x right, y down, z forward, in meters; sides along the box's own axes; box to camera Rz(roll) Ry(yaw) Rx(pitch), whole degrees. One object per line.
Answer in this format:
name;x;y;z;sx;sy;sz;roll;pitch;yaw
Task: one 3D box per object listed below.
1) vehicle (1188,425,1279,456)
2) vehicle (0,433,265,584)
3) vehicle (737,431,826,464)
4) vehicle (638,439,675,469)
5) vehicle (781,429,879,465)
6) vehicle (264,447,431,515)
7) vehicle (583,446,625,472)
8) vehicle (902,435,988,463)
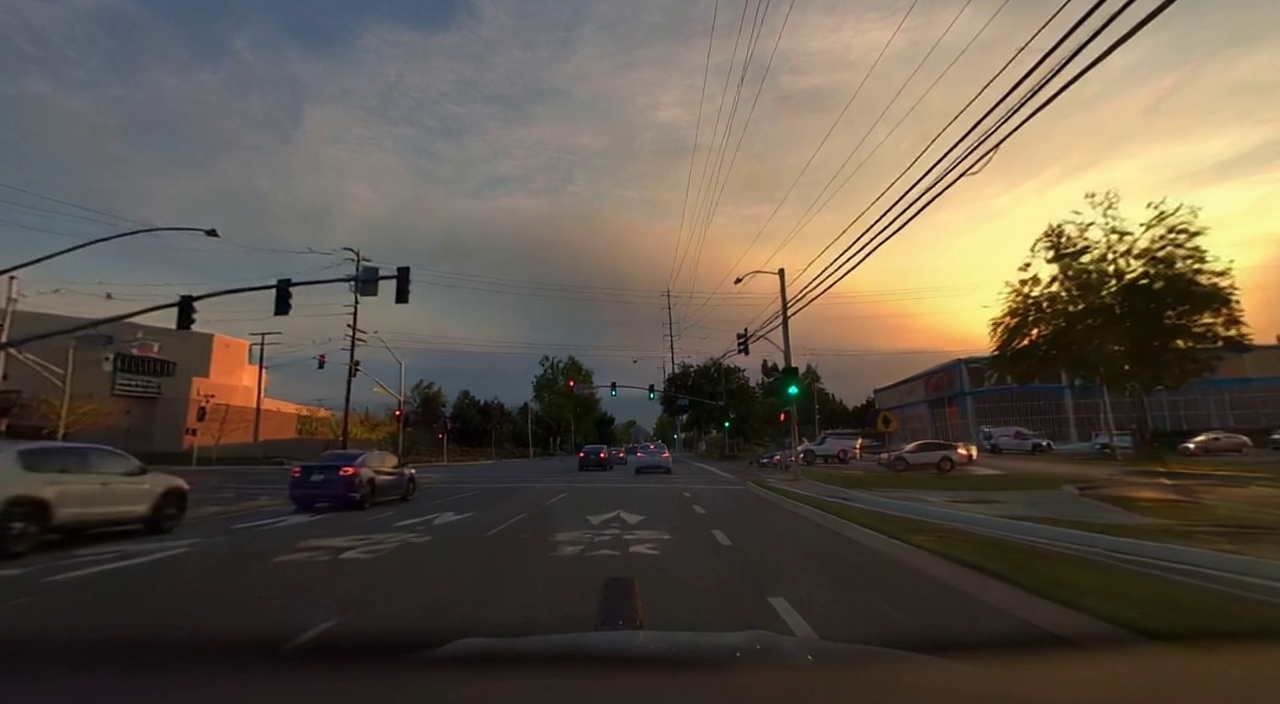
vehicle;38.639;5.678;40.340;4.988;1.916;2.172;-1;-9;3
vehicle;-7.606;1.977;8.874;1.912;1.573;4.299;0;-8;2
vehicle;10.250;7.004;46.362;5.904;2.269;2.948;-1;-8;3
vehicle;1.139;6.729;41.892;2.276;1.850;3.897;-1;-8;4
vehicle;12.539;6.315;42.075;5.748;2.332;2.361;0;-9;3
vehicle;-7.176;3.170;16.145;1.904;1.449;4.580;0;-8;3
vehicle;-2.148;6.490;38.628;2.064;1.464;4.373;0;-8;3
vehicle;19.949;6.351;41.454;4.544;1.764;1.985;-1;-9;4
